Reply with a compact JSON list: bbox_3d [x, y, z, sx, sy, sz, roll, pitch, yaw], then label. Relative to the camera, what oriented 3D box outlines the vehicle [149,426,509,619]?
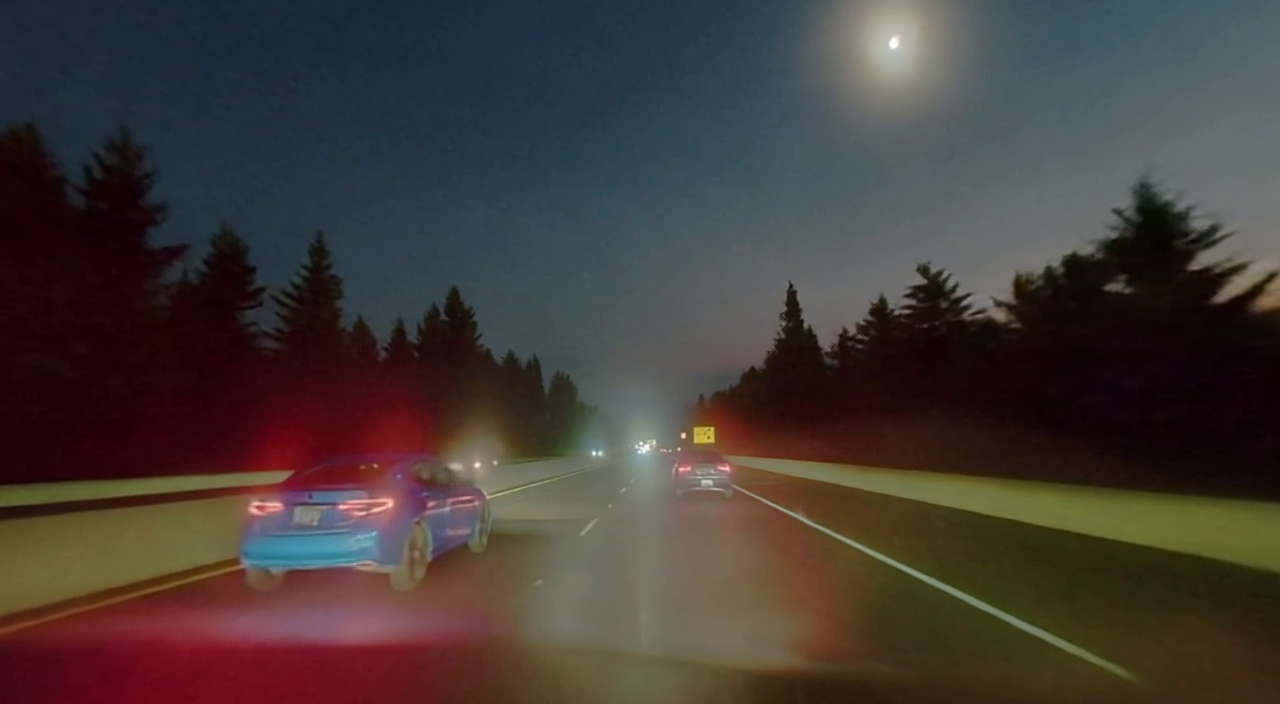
[{"bbox_3d":[-3.001,1.729,7.339,2.083,1.548,4.251,0,-9,-1],"label":"vehicle"}]

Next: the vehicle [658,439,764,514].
[{"bbox_3d":[1.541,2.910,15.125,2.021,1.533,4.014,0,-9,-1],"label":"vehicle"}]
